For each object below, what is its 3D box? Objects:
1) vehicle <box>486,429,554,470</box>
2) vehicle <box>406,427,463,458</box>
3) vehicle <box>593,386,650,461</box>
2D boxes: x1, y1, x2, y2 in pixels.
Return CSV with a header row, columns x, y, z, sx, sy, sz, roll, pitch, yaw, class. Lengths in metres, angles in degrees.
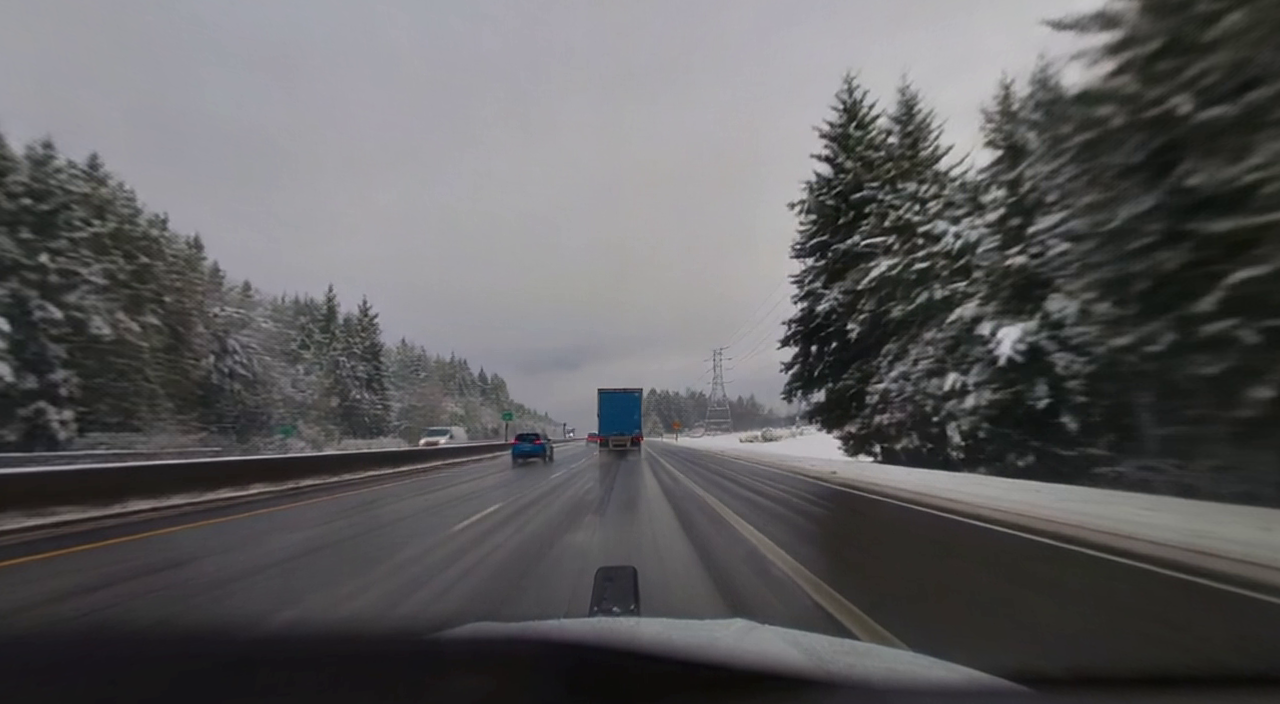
x,y,z,sx,sy,sz,roll,pitch,yaw,class
-5.128,4.200,27.567,2.117,1.618,4.480,0,-8,0,vehicle
-13.073,5.805,40.481,2.155,1.864,4.737,0,-8,-1,vehicle
-1.100,4.357,37.633,2.955,3.851,9.915,0,-8,-2,vehicle
